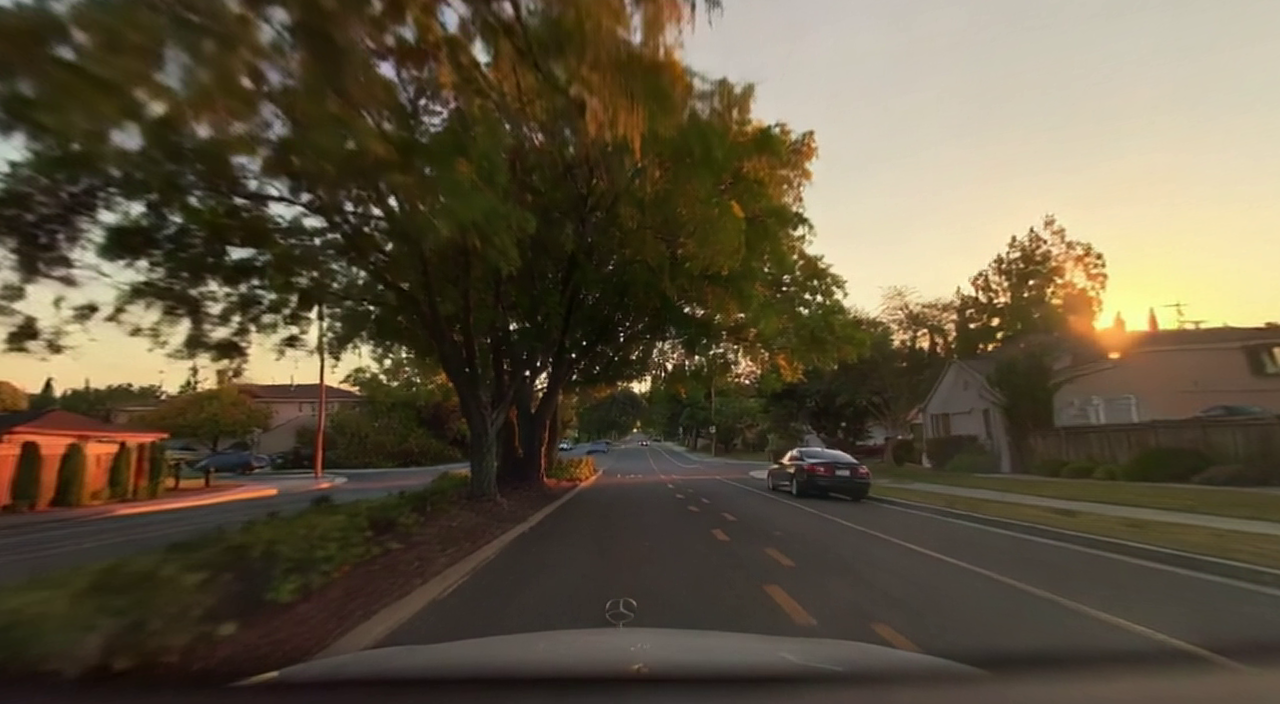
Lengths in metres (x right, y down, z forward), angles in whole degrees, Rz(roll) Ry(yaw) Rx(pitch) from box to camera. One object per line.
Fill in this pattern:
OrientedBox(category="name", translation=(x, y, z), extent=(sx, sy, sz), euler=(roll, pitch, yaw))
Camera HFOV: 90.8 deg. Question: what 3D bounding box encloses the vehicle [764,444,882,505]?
OrientedBox(category="vehicle", translation=(4.970, 3.358, 17.859), extent=(1.904, 1.475, 4.386), euler=(0, -8, -2))
